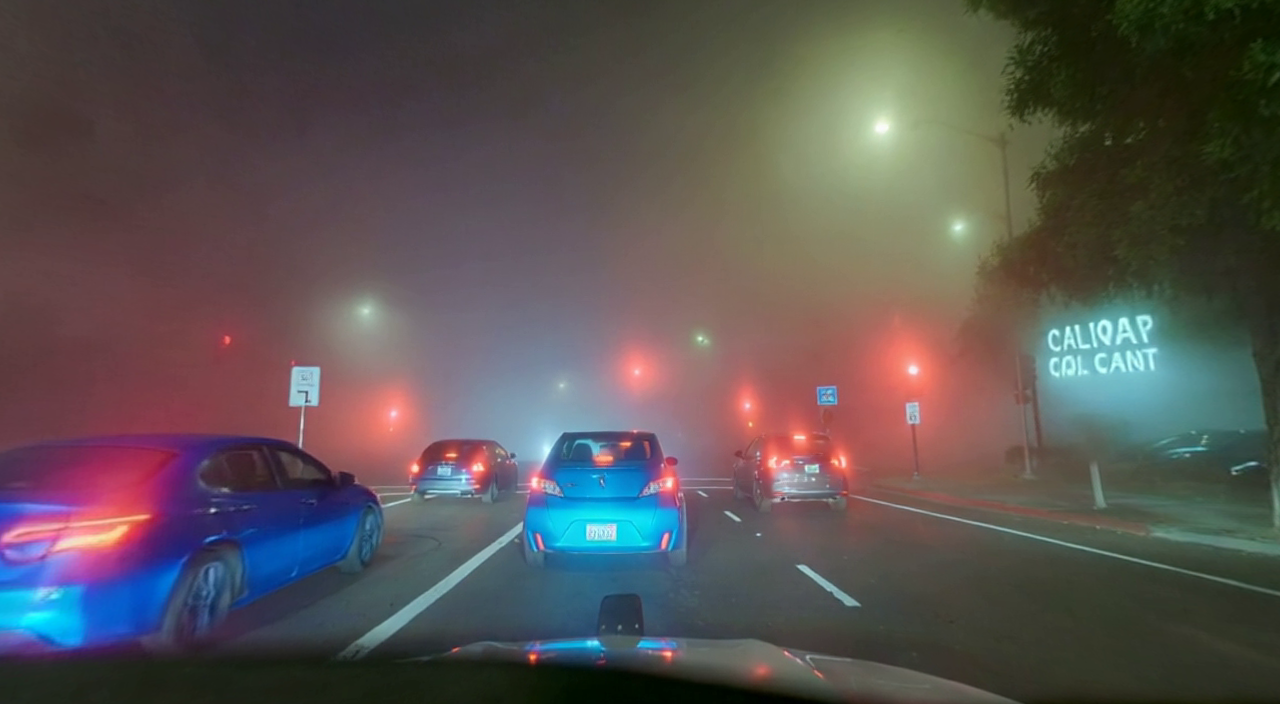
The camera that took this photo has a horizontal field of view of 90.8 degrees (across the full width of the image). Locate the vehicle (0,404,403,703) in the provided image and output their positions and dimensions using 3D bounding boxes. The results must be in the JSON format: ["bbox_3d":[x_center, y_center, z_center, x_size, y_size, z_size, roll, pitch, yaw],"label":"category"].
[{"bbox_3d":[-3.779,1.307,5.098,2.074,1.485,4.395,0,-8,-1],"label":"vehicle"}]

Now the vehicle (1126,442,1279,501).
[{"bbox_3d":[15.236,3.028,16.263,3.951,1.418,1.842,0,-8,-3],"label":"vehicle"}]

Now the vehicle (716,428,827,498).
[{"bbox_3d":[3.448,3.007,17.510,2.028,1.678,4.220,0,-8,-2],"label":"vehicle"}]

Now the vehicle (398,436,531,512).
[{"bbox_3d":[-3.767,2.670,14.300,1.998,1.452,3.773,0,-8,-1],"label":"vehicle"}]

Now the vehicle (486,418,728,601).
[{"bbox_3d":[-0.344,1.643,7.513,2.045,1.533,4.183,0,-8,-2],"label":"vehicle"}]
